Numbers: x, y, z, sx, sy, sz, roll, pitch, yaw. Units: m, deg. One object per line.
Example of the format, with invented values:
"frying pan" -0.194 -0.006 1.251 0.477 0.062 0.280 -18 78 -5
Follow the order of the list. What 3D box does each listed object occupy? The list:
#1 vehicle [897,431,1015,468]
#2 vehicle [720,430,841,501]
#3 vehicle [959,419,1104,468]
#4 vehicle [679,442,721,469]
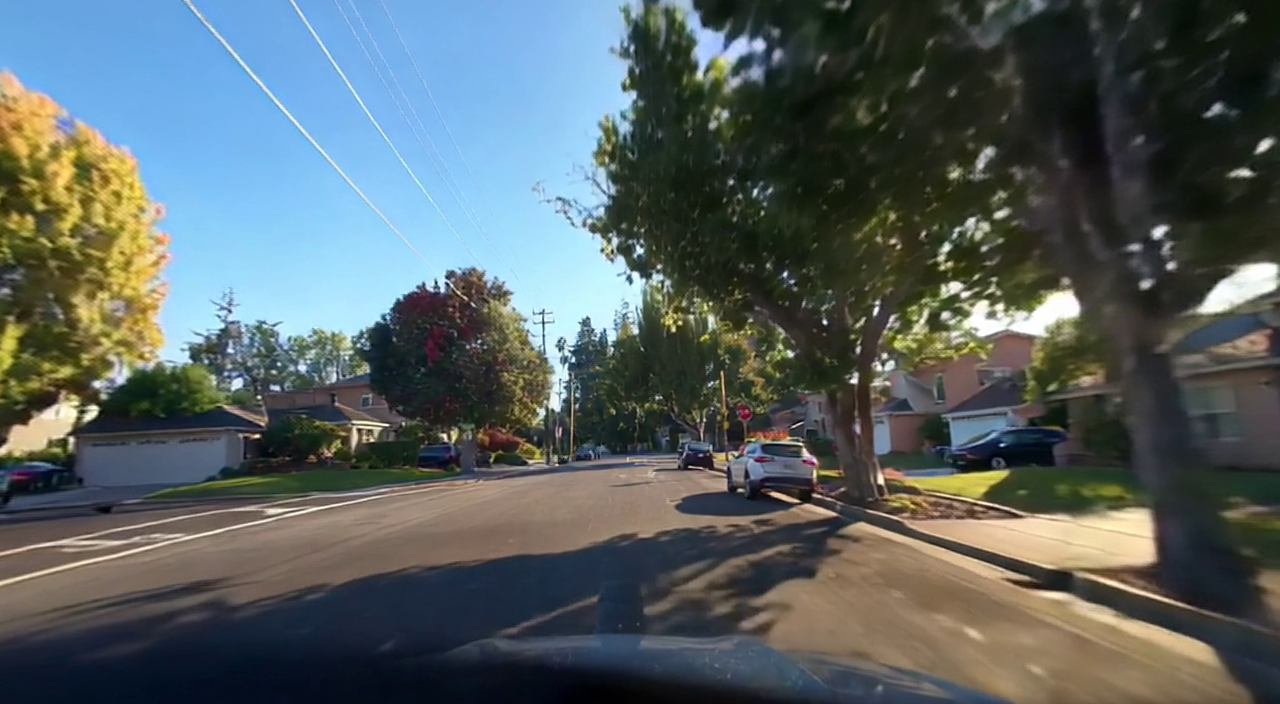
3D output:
"vehicle" 13.808 4.274 27.794 4.116 1.435 1.920 -2 -8 1
"vehicle" 3.706 3.094 17.633 2.134 1.720 4.515 0 -9 -3
"vehicle" 15.314 3.590 24.894 4.283 1.660 2.035 -3 -7 0
"vehicle" 3.533 6.151 37.774 2.012 1.531 4.557 0 -9 -1
